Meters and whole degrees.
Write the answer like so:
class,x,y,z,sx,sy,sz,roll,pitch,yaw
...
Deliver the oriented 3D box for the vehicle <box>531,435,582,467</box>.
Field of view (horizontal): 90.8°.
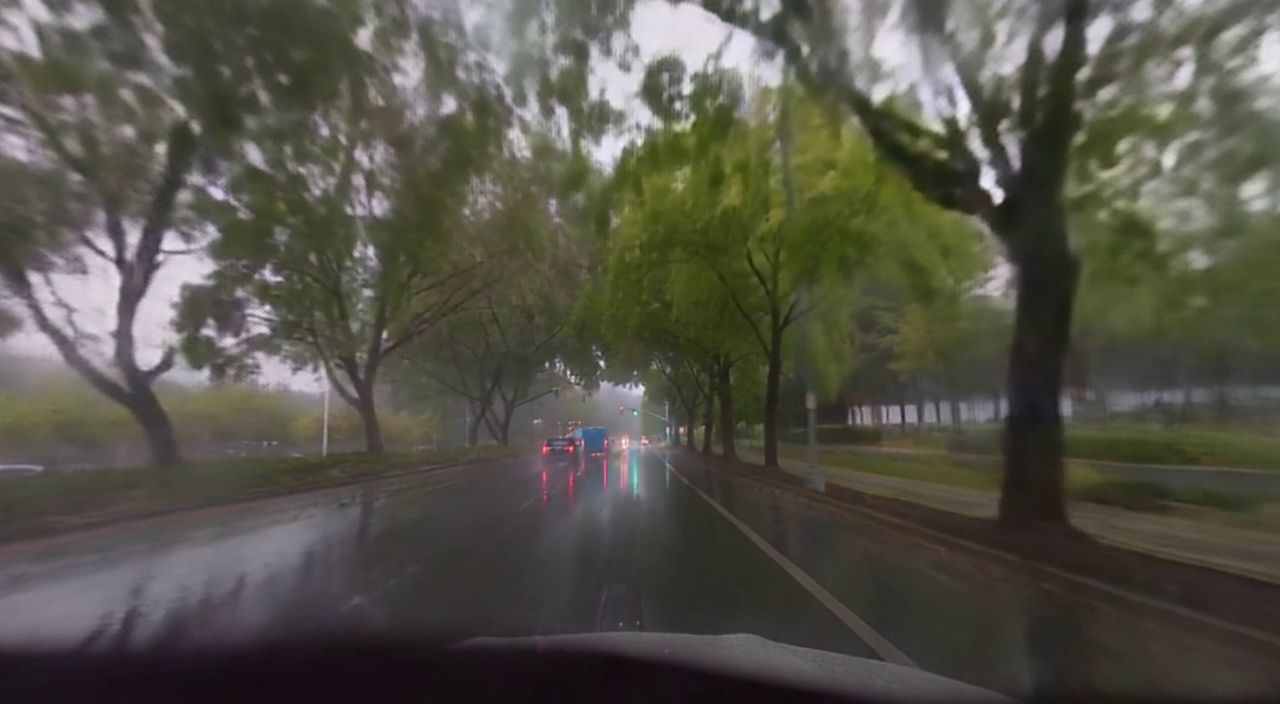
class,x,y,z,sx,sy,sz,roll,pitch,yaw
vehicle,-3.961,4.772,30.591,2.009,1.473,4.028,0,-8,-1
